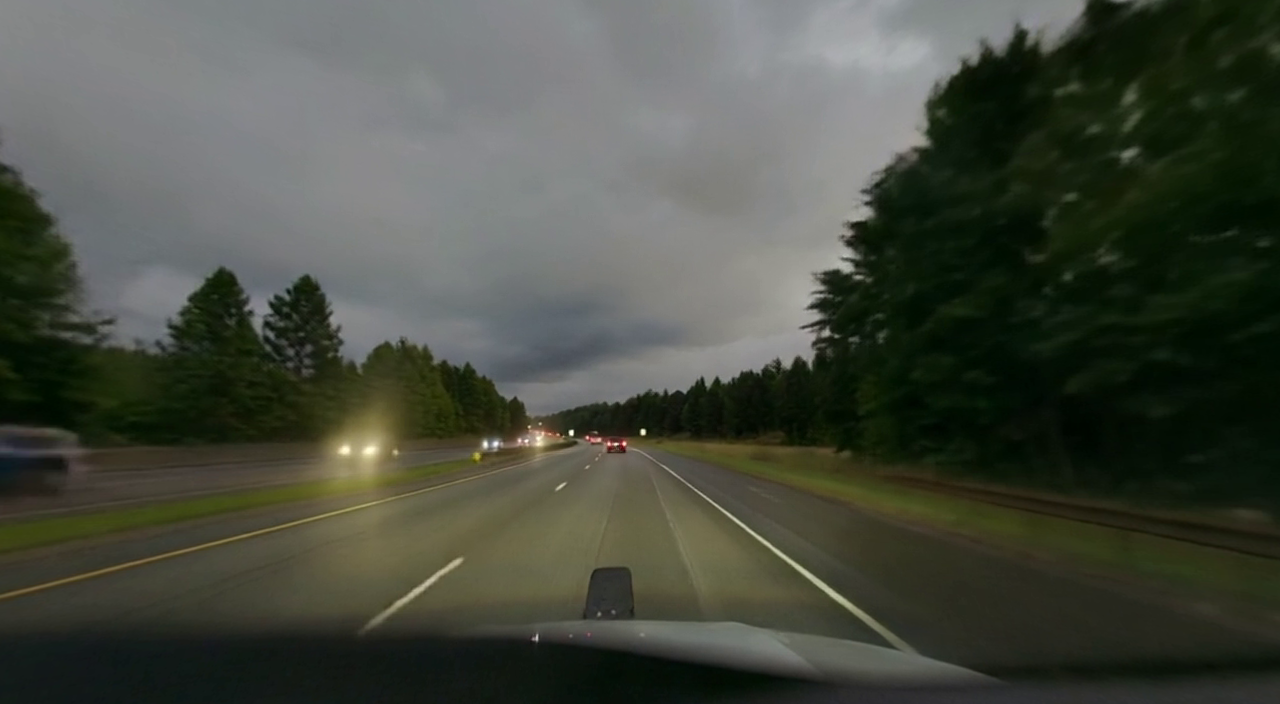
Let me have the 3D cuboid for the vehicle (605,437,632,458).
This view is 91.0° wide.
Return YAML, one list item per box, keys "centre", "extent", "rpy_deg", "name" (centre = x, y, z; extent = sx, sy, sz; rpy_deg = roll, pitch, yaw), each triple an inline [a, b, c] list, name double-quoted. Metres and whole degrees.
- centre: [-1.703, 7.496, 49.630]
  extent: [2.004, 1.515, 3.968]
  rpy_deg: [0, -8, -3]
  name: "vehicle"

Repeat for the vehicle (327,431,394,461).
- centre: [-16.068, 5.425, 36.408]
  extent: [1.890, 1.588, 4.437]
  rpy_deg: [0, -8, -1]
  name: "vehicle"
